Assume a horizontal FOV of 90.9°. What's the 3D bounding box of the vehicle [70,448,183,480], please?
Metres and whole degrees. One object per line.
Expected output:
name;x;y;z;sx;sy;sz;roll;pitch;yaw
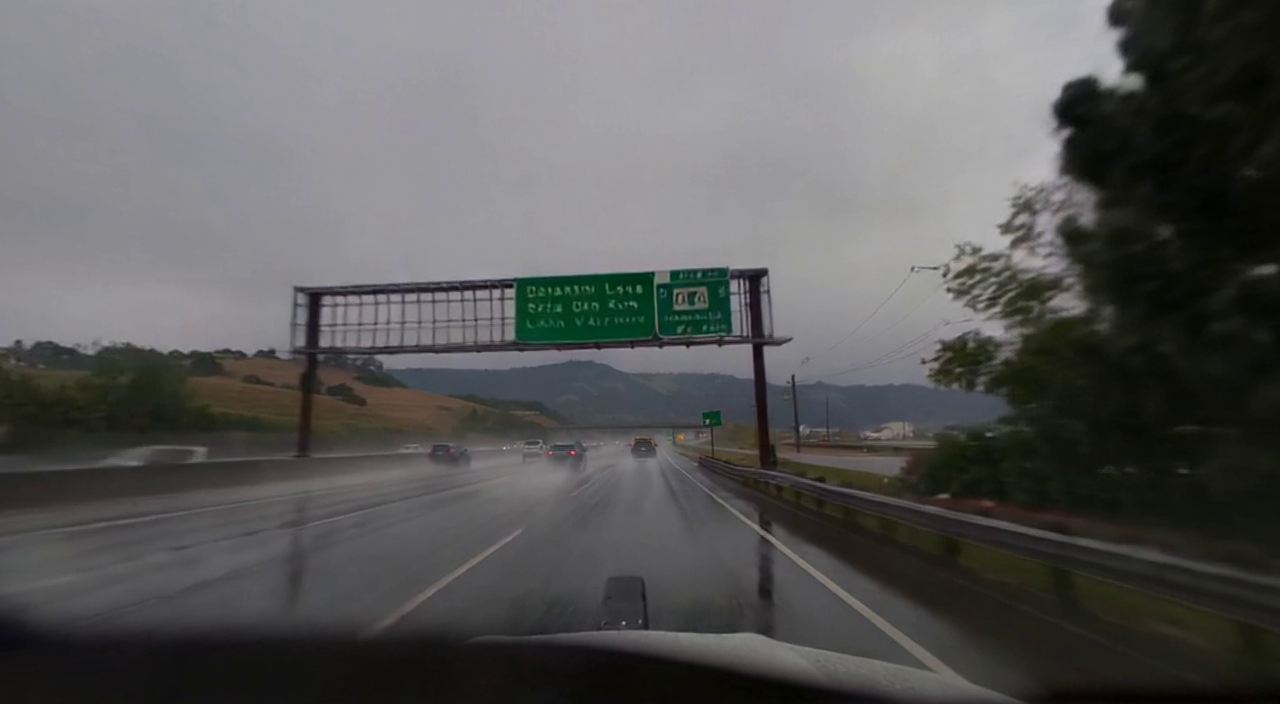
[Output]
vehicle;-28.071;6.122;34.738;1.976;1.549;5.017;0;-8;1

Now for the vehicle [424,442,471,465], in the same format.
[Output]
vehicle;-14.277;7.505;46.993;2.047;1.608;4.257;0;-8;1

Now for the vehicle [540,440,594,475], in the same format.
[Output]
vehicle;-3.392;5.013;30.252;1.967;1.517;4.808;0;-8;1

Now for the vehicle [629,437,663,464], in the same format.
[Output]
vehicle;0.389;6.821;43.728;2.194;1.737;4.127;0;-8;0
